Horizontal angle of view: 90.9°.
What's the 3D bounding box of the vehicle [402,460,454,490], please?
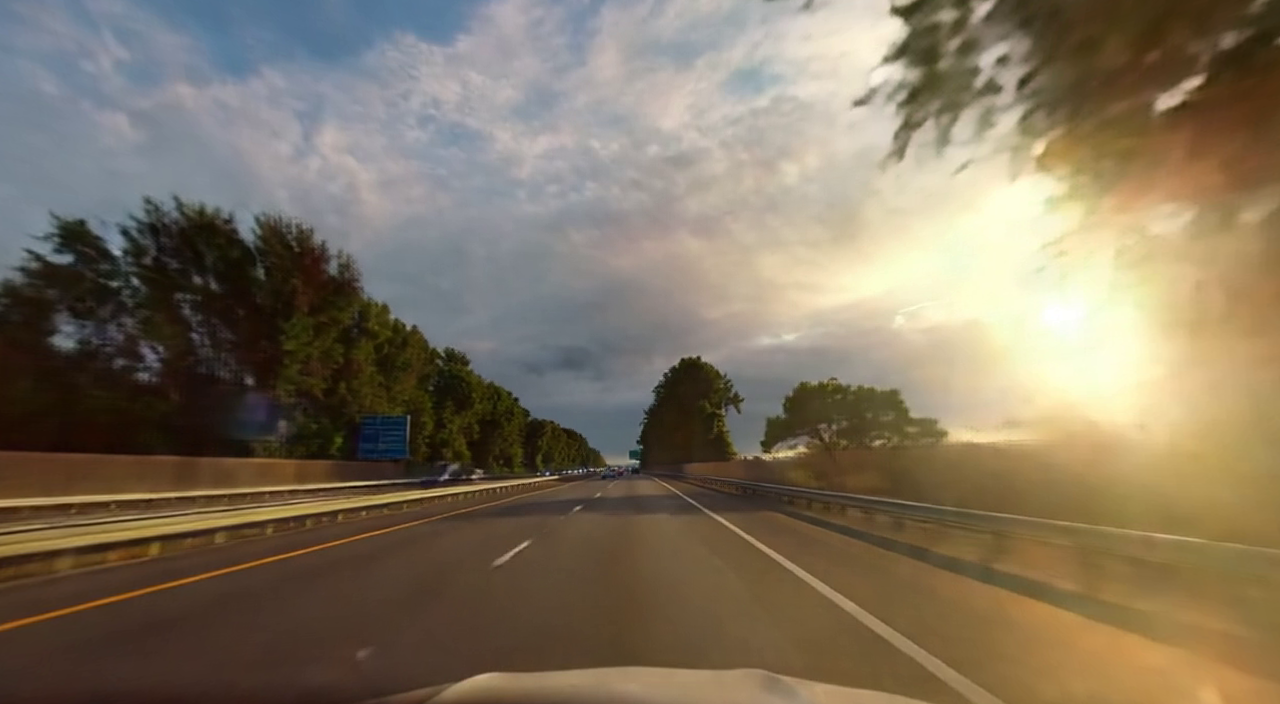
[{"bbox_3d":[-13.502,7.850,40.367,1.869,1.724,4.230,1,-10,0],"label":"vehicle"}]
